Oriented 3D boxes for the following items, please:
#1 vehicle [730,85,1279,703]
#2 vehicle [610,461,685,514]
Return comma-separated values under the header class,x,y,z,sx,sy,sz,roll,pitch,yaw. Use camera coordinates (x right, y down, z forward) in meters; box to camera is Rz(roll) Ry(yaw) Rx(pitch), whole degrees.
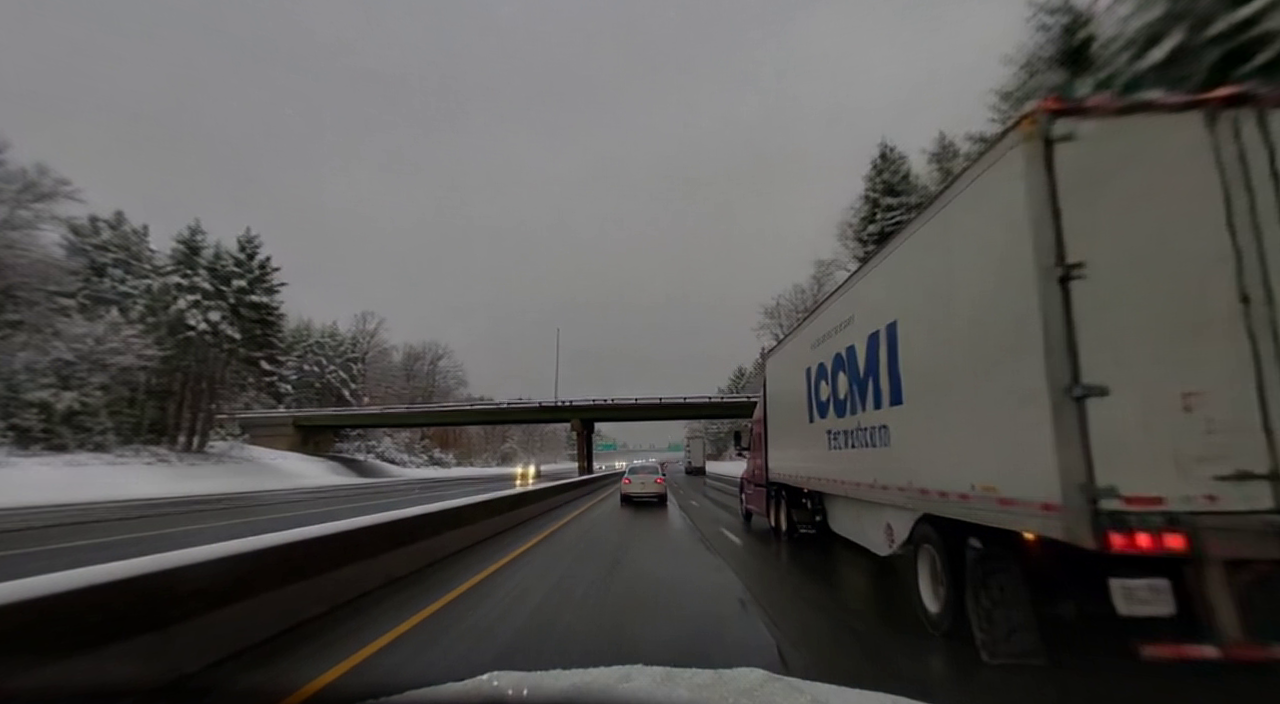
class,x,y,z,sx,sy,sz,roll,pitch,yaw
vehicle,4.430,1.739,12.132,2.964,4.188,16.587,1,-11,0
vehicle,0.226,4.231,19.873,2.156,1.444,3.762,1,-11,0
